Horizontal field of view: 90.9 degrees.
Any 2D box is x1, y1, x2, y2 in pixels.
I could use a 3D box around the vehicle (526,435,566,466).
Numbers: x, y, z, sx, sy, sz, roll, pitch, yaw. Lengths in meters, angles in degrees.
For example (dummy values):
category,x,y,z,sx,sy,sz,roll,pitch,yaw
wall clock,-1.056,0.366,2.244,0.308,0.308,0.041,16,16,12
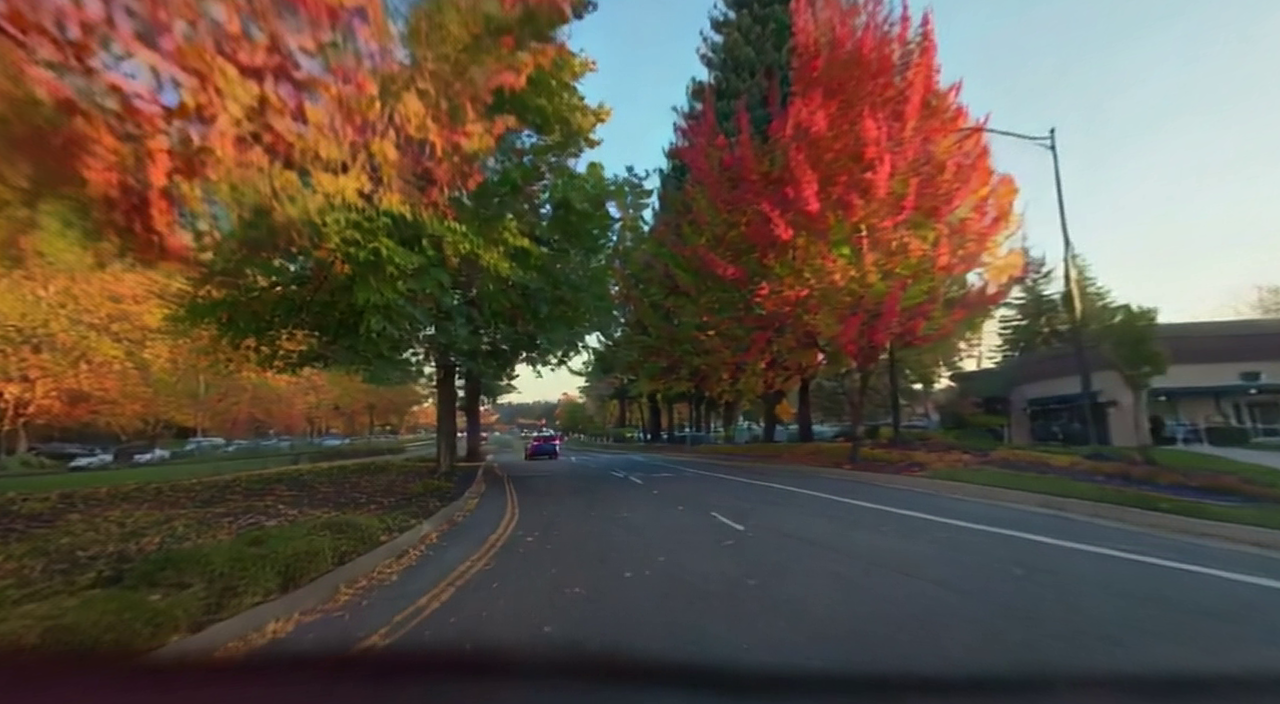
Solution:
category,x,y,z,sx,sy,sz,roll,pitch,yaw
vehicle,-6.087,6.265,40.415,2.146,1.814,5.110,2,-8,-13
